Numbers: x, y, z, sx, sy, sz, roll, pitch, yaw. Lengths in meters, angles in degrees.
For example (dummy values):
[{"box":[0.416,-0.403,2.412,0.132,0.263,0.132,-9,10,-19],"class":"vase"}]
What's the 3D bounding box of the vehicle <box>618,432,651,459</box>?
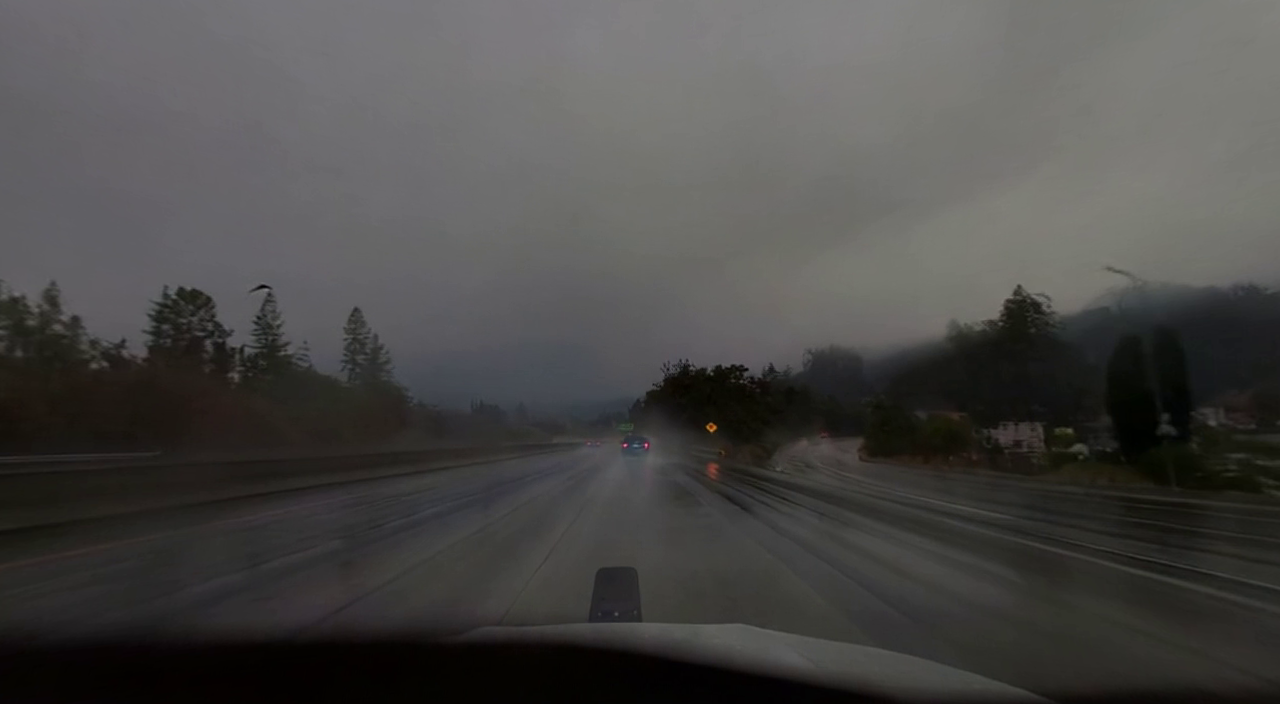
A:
[{"box":[-0.398,6.047,40.853,2.041,1.618,3.898,0,-8,-1],"class":"vehicle"}]
